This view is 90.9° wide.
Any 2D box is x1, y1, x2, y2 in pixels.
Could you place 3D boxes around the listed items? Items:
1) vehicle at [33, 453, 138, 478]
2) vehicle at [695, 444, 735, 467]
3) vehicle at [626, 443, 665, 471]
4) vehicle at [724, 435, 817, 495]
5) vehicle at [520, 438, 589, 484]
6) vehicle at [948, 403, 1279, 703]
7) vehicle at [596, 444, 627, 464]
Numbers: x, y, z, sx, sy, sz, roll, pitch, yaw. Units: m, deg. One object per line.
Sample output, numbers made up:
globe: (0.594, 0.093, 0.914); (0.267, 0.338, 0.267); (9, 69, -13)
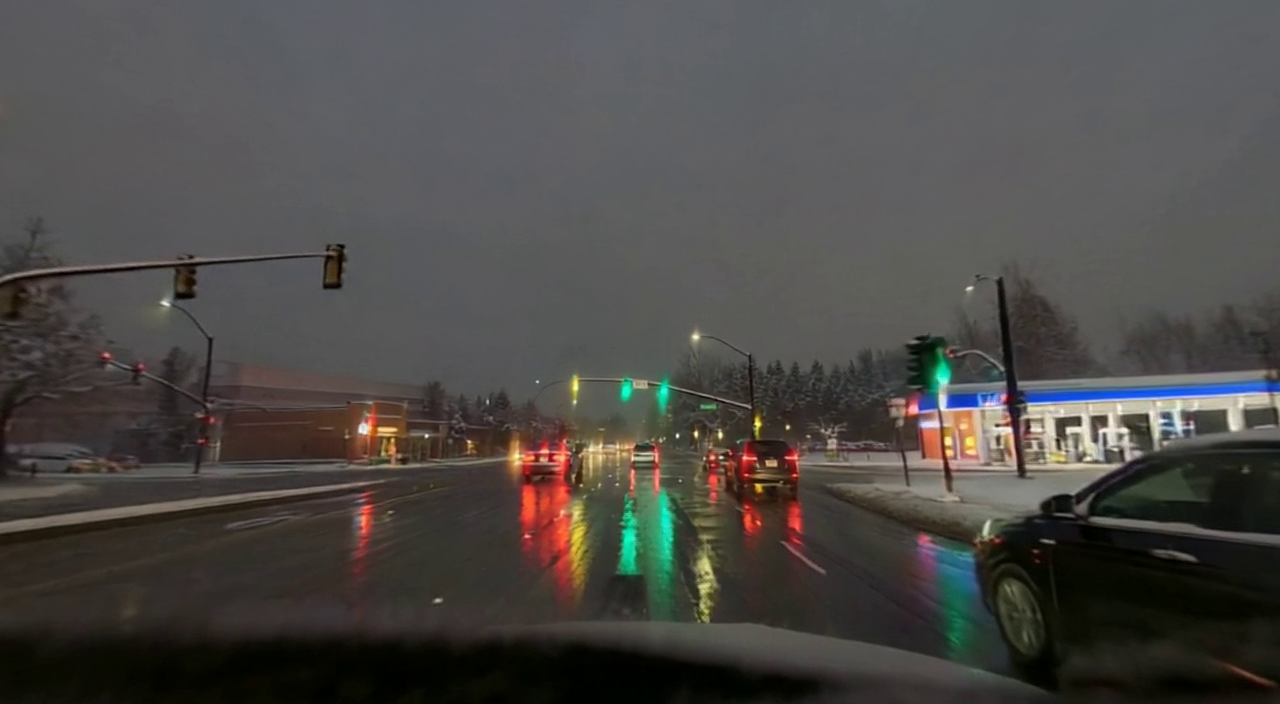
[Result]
vehicle: (-34.136, 6.977, 38.890); (4.652, 1.453, 1.945); (0, -8, 1)
vehicle: (5.017, 6.996, 42.808); (2.174, 1.462, 4.400); (0, -8, 1)
vehicle: (0.286, 5.915, 35.875); (2.104, 1.477, 4.591); (0, -8, 0)
vehicle: (3.979, 3.513, 19.974); (2.022, 1.683, 4.171); (0, -8, -1)
vehicle: (-3.223, 4.195, 24.516); (2.023, 1.607, 4.086); (0, -8, 1)
vehicle: (3.596, 0.997, 2.790); (2.038, 1.499, 4.868); (0, -8, 1)
vehicle: (-2.149, 7.975, 49.270); (2.192, 1.463, 4.211); (0, -8, 1)
